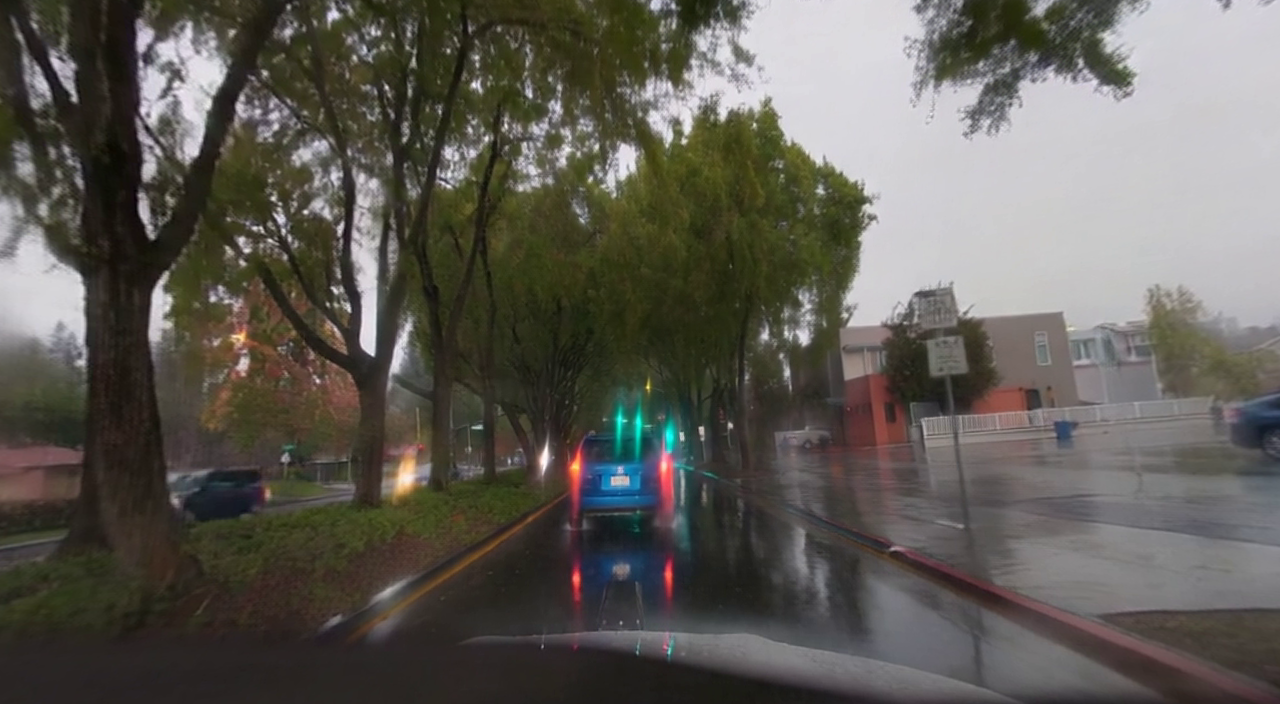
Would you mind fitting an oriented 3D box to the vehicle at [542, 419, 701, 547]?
[{"bbox_3d":[-0.259,2.059,10.522,2.136,1.703,3.910,0,-8,0],"label":"vehicle"}]

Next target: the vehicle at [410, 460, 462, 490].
[{"bbox_3d":[-12.205,7.374,38.057,1.714,1.578,4.218,0,-8,0],"label":"vehicle"}]

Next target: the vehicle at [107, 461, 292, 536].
[{"bbox_3d":[-12.273,4.066,18.092,1.971,1.718,4.539,0,-8,0],"label":"vehicle"}]
